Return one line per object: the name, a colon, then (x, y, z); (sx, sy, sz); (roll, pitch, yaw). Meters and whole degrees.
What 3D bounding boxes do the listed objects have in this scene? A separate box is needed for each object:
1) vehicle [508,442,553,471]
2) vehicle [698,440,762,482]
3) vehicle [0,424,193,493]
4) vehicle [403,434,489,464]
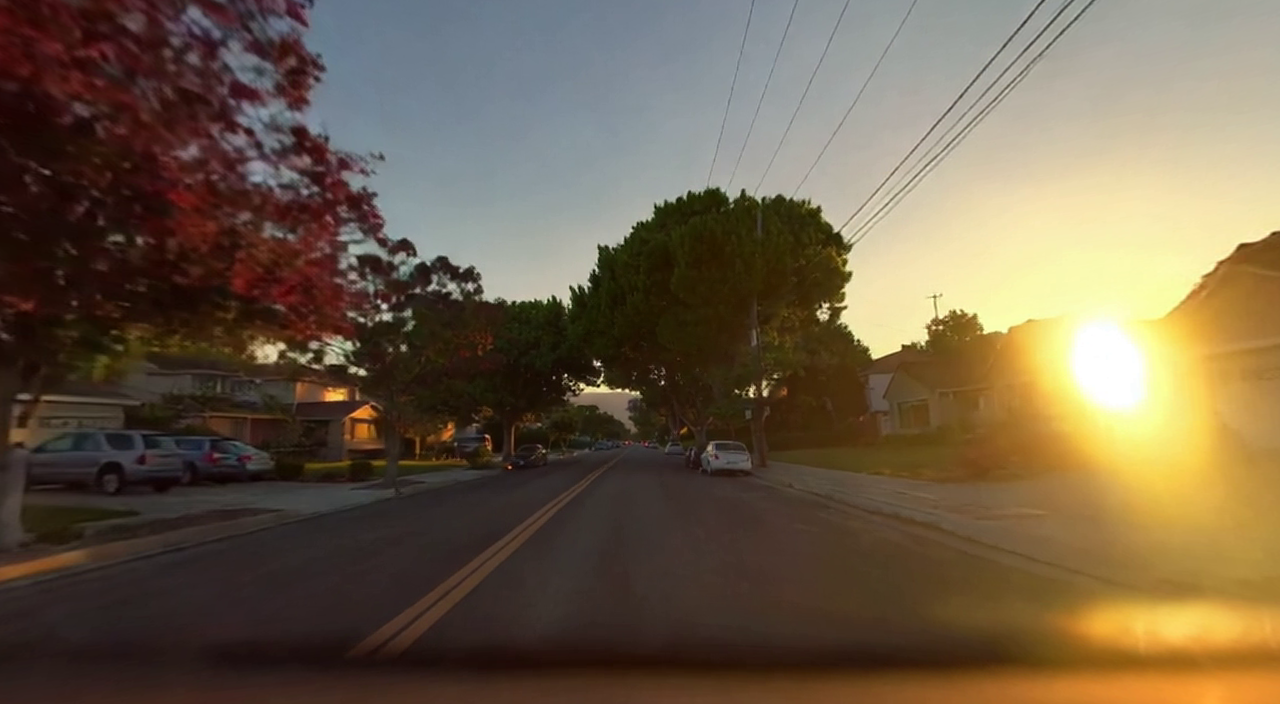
vehicle: (-6.614, 6.349, 38.543); (1.985, 1.497, 4.655); (-2, -8, -1)
vehicle: (3.643, 4.486, 26.282); (1.917, 1.569, 4.460); (0, -8, -1)
vehicle: (-15.513, 2.970, 17.699); (4.320, 1.767, 1.951); (0, -8, 0)
vehicle: (-14.448, 7.236, 47.109); (5.681, 2.094, 2.344); (-1, -8, 2)
